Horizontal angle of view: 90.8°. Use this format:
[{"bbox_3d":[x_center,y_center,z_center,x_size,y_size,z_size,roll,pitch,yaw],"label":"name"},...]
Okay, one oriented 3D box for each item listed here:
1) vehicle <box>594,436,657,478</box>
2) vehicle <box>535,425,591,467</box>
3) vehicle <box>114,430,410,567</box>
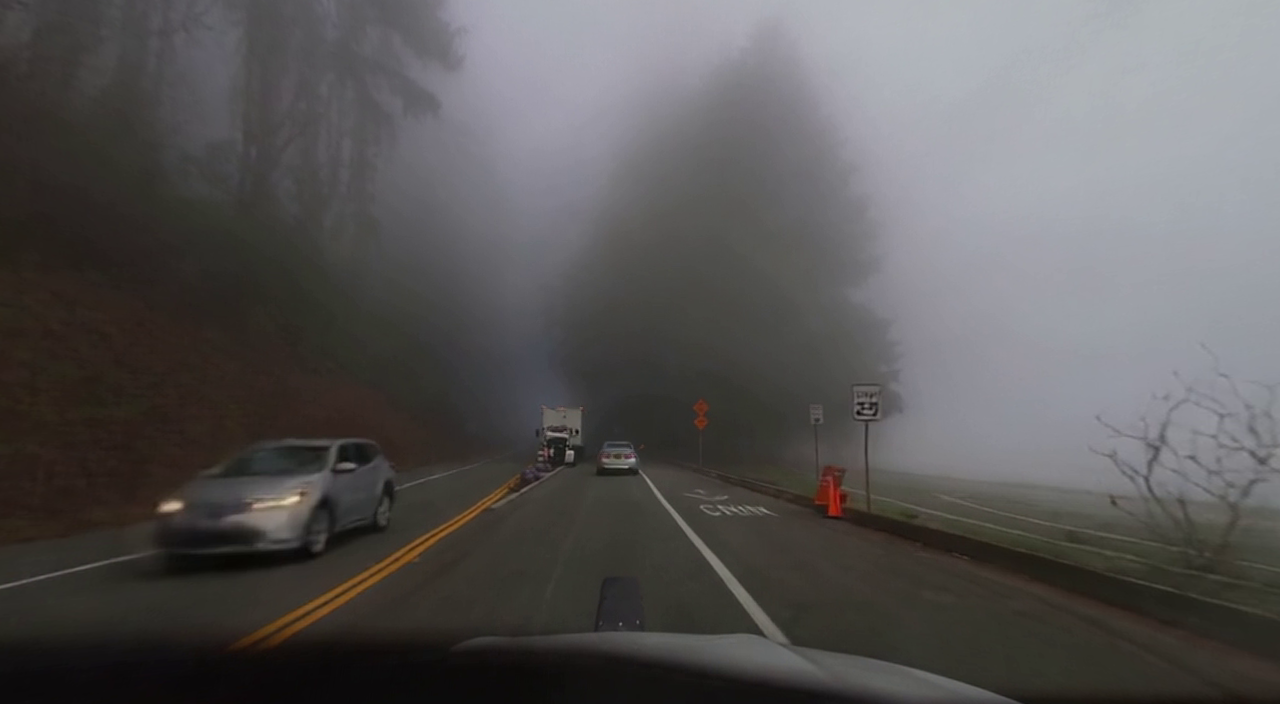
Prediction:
[{"bbox_3d":[-0.583,4.001,24.287,2.186,1.463,4.356,0,-8,-2],"label":"vehicle"},{"bbox_3d":[-4.074,5.021,33.814,2.671,2.053,6.074,1,-8,-6],"label":"vehicle"},{"bbox_3d":[-4.962,1.931,9.161,2.019,1.492,4.091,1,-8,-5],"label":"vehicle"}]
